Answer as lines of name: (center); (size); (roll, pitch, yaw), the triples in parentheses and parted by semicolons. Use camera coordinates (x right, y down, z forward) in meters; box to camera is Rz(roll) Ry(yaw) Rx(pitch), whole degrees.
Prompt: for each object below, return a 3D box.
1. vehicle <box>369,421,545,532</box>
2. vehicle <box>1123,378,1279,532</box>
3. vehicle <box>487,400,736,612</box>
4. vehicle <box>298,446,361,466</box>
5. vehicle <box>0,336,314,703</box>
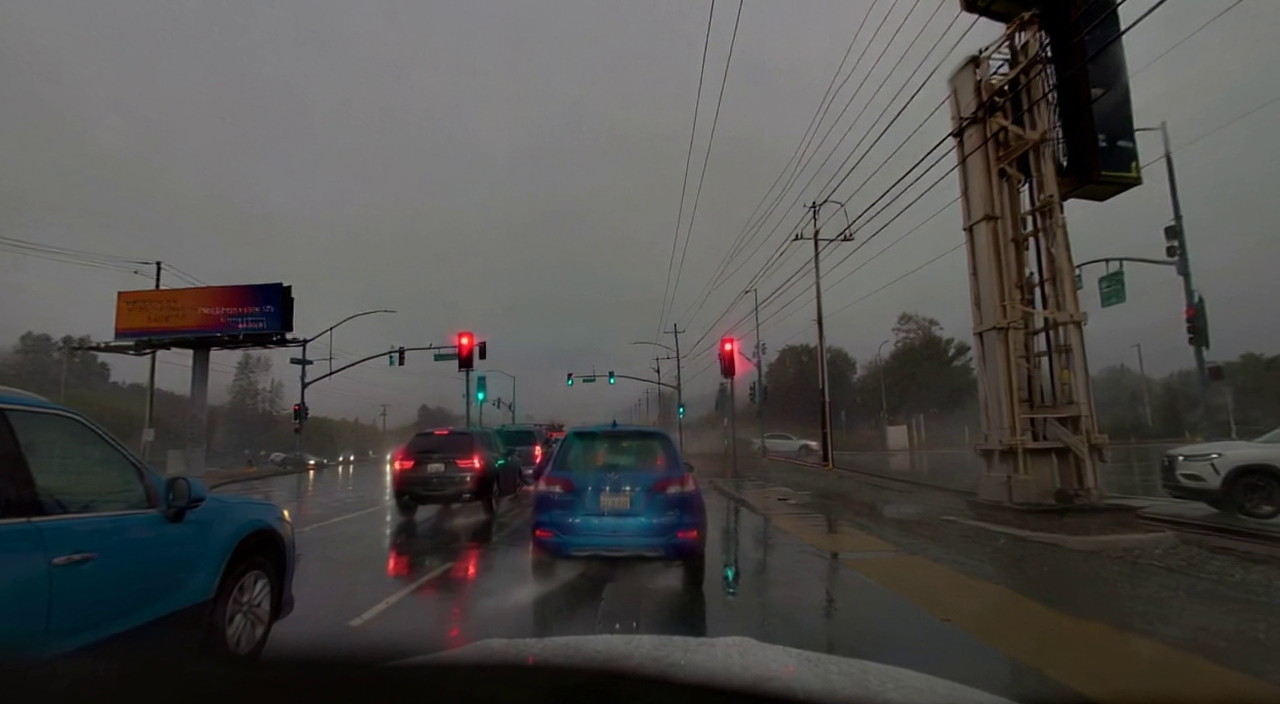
vehicle: (-3.128, 2.233, 11.869); (1.988, 1.678, 4.317); (0, -9, 0)
vehicle: (9.582, 1.315, 8.181); (5.060, 1.702, 2.033); (1, -9, -4)
vehicle: (-0.239, 1.534, 7.058); (2.025, 1.723, 3.644); (0, -9, 0)
vehicle: (-24.104, 8.063, 49.049); (4.357, 1.444, 1.842); (-3, -9, 20)
vehicle: (-3.934, 0.864, 2.998); (2.052, 1.814, 5.184); (0, -9, -1)
